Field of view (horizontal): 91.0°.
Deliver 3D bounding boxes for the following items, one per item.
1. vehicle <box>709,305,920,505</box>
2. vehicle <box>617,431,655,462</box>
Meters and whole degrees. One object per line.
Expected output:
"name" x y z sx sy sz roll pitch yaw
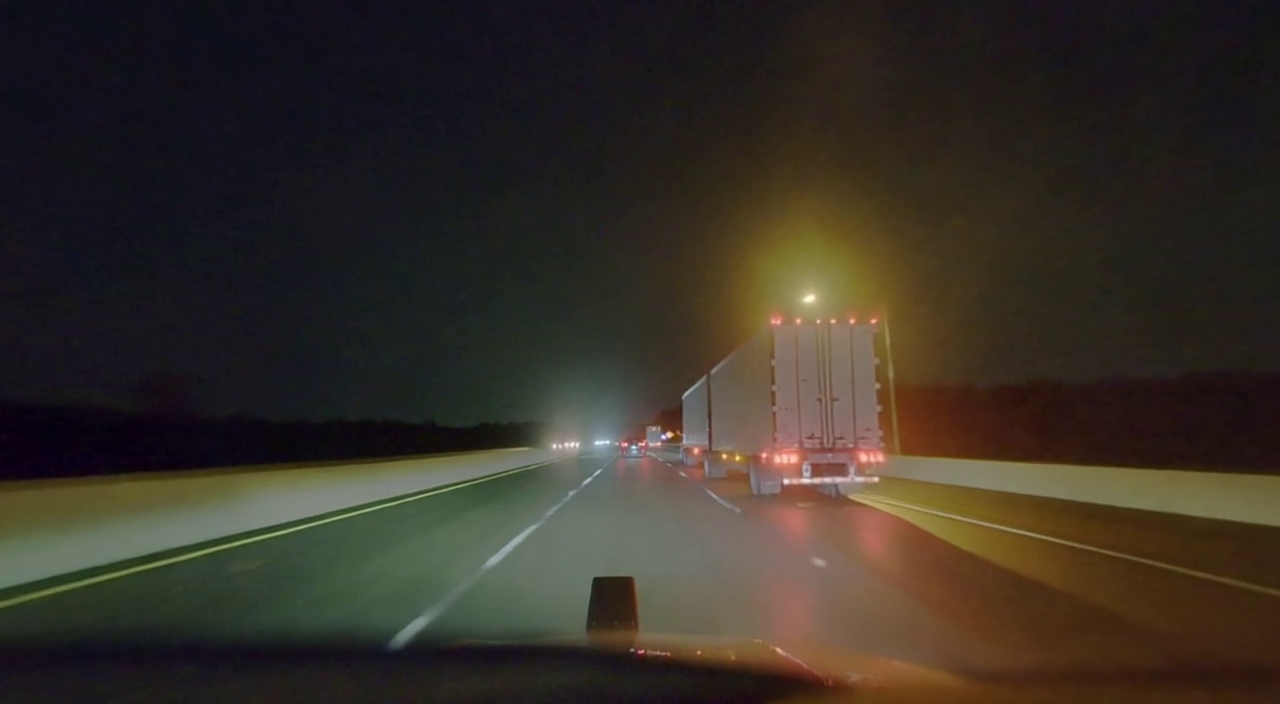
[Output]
"vehicle" 3.917 1.624 16.843 2.967 3.961 8.660 0 -8 -1
"vehicle" -0.290 6.475 43.195 2.456 2.007 4.728 0 -8 -1
